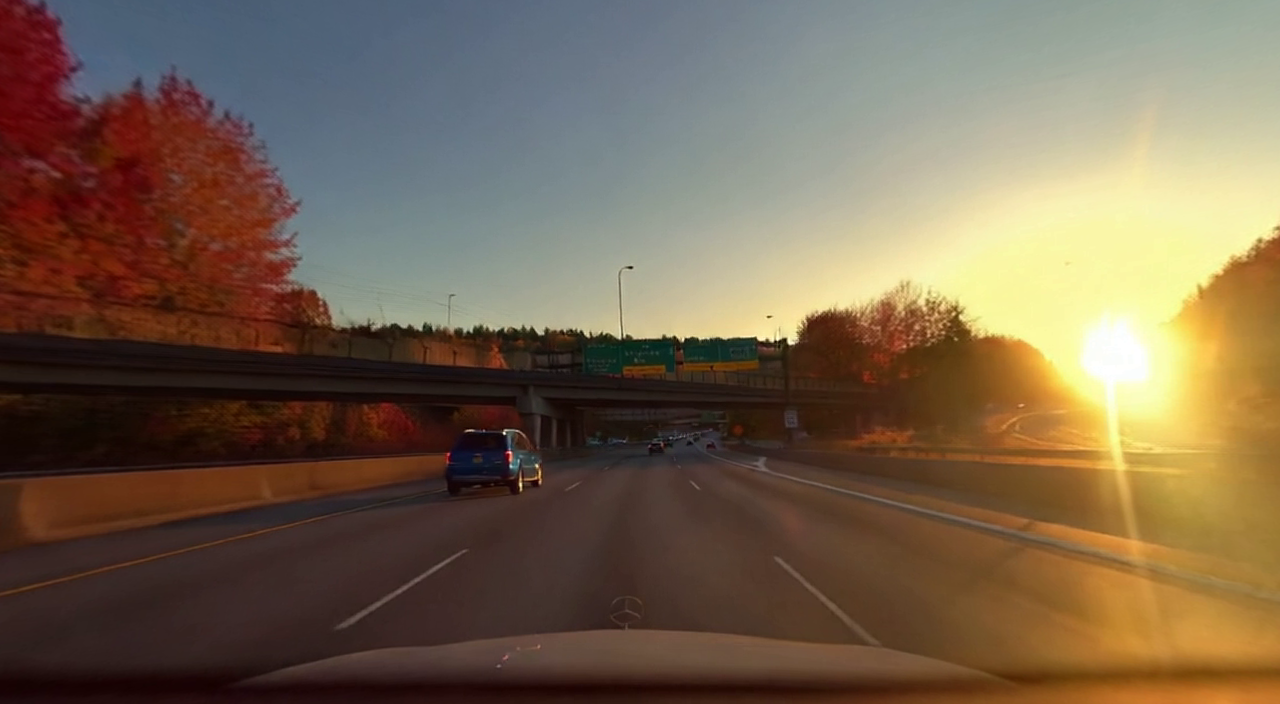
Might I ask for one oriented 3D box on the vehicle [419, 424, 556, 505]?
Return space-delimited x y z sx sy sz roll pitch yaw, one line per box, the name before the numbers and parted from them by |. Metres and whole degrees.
vehicle | -3.565 2.721 15.680 2.177 1.707 4.432 0 -8 2
